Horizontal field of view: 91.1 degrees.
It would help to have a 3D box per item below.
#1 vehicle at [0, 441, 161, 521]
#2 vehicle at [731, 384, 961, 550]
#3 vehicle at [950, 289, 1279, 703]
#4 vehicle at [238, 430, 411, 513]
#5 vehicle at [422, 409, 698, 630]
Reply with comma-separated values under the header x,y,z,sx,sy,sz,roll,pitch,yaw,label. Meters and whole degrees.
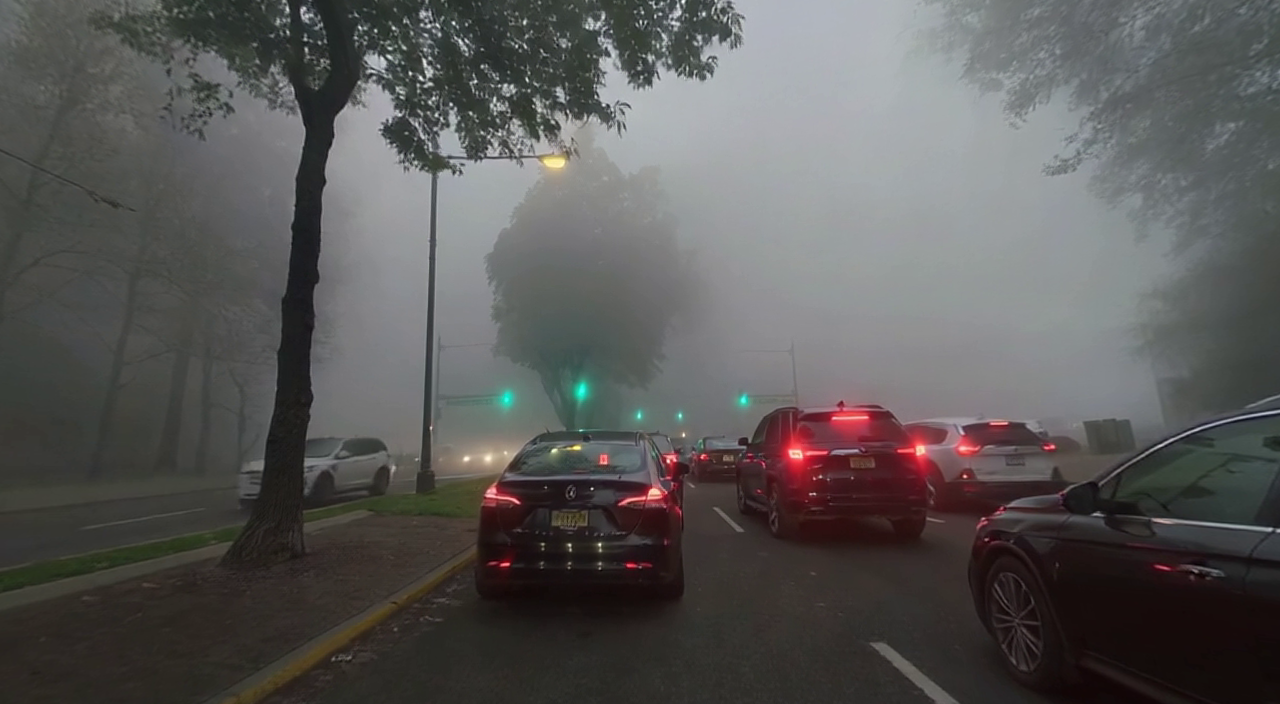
x,y,z,sx,sy,sz,roll,pitch,yaw,label
-16.061,3.465,17.454,1.968,1.917,4.335,0,-8,0,vehicle
3.514,2.149,12.403,2.516,2.481,5.766,0,-8,-1,vehicle
3.172,0.776,2.126,1.982,1.960,4.427,0,-8,1,vehicle
-8.668,3.305,18.009,2.111,2.002,5.330,0,-8,1,vehicle
-0.573,1.585,6.901,2.111,1.676,4.018,0,-8,1,vehicle
